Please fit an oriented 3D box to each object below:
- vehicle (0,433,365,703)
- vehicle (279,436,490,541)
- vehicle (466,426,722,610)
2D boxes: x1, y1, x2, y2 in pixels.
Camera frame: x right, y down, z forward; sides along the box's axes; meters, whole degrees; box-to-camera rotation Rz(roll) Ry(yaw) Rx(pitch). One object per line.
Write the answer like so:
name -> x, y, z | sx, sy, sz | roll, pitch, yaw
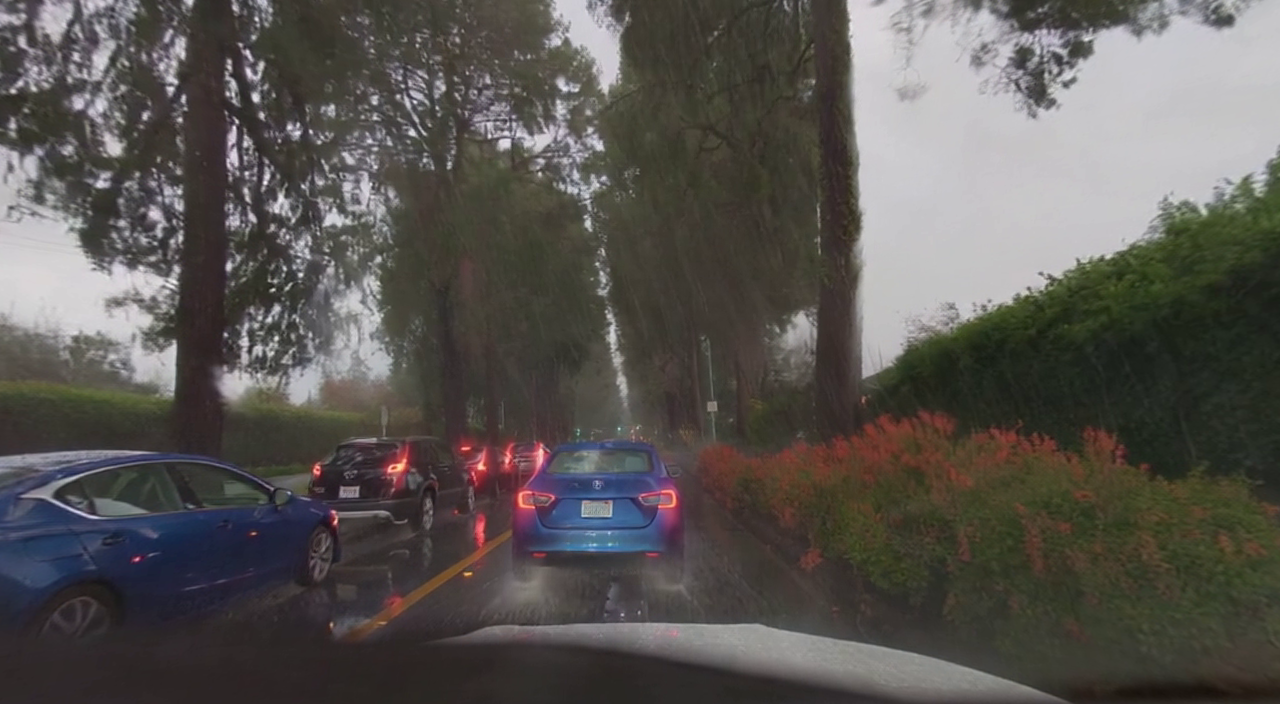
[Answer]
vehicle -> -3.809, 1.313, 4.465 | 1.784, 1.408, 4.141 | 0, -8, 1
vehicle -> -4.255, 2.316, 11.466 | 1.898, 1.503, 4.453 | 0, -8, 1
vehicle -> -0.405, 1.687, 7.387 | 2.127, 1.517, 4.090 | 0, -8, -1
